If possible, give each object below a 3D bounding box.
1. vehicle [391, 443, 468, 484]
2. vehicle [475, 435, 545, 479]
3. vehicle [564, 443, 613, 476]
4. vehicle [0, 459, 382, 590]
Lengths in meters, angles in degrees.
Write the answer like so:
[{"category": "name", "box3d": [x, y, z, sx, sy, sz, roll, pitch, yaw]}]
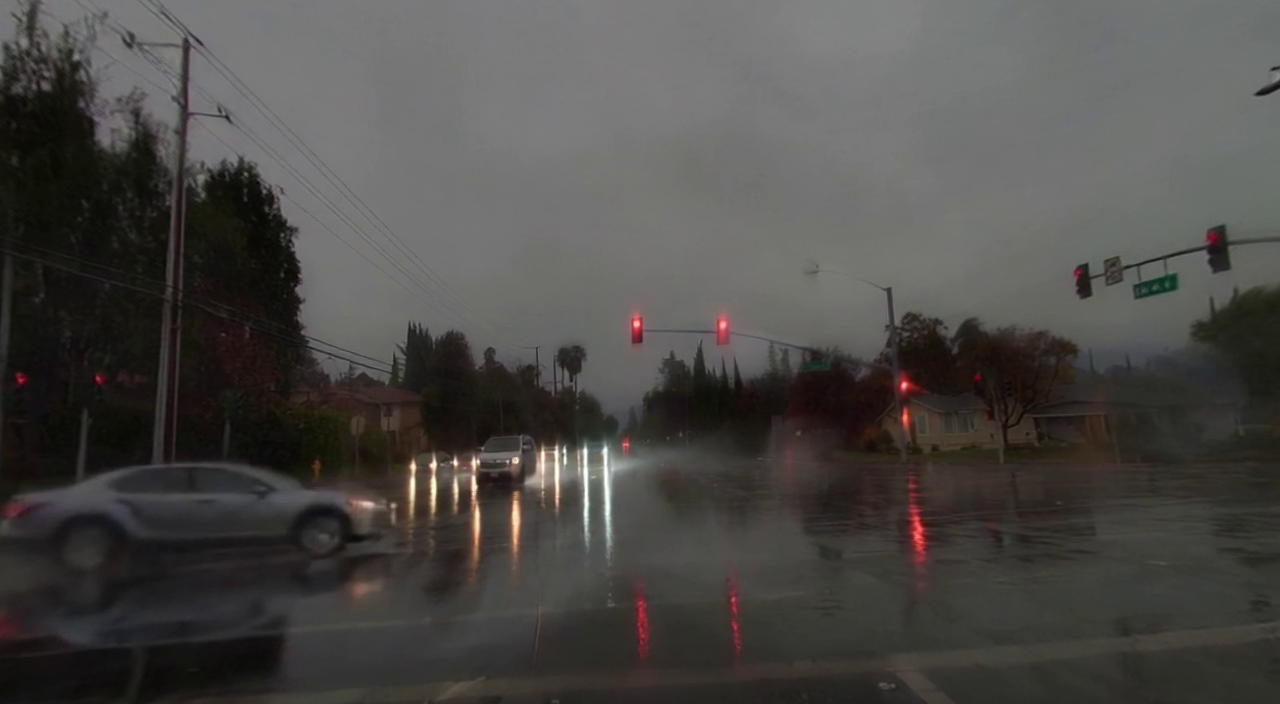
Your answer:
[{"category": "vehicle", "box3d": [-10.181, 5.387, 30.978, 2.241, 1.819, 4.690, 0, -9, -1]}, {"category": "vehicle", "box3d": [-6.400, 5.237, 31.779, 2.479, 1.977, 5.254, 0, -9, -1]}, {"category": "vehicle", "box3d": [-2.414, 5.219, 30.937, 2.174, 1.477, 4.805, 0, -9, -2]}, {"category": "vehicle", "box3d": [-6.054, 2.200, 8.642, 4.443, 1.367, 2.197, 2, -9, -17]}]
